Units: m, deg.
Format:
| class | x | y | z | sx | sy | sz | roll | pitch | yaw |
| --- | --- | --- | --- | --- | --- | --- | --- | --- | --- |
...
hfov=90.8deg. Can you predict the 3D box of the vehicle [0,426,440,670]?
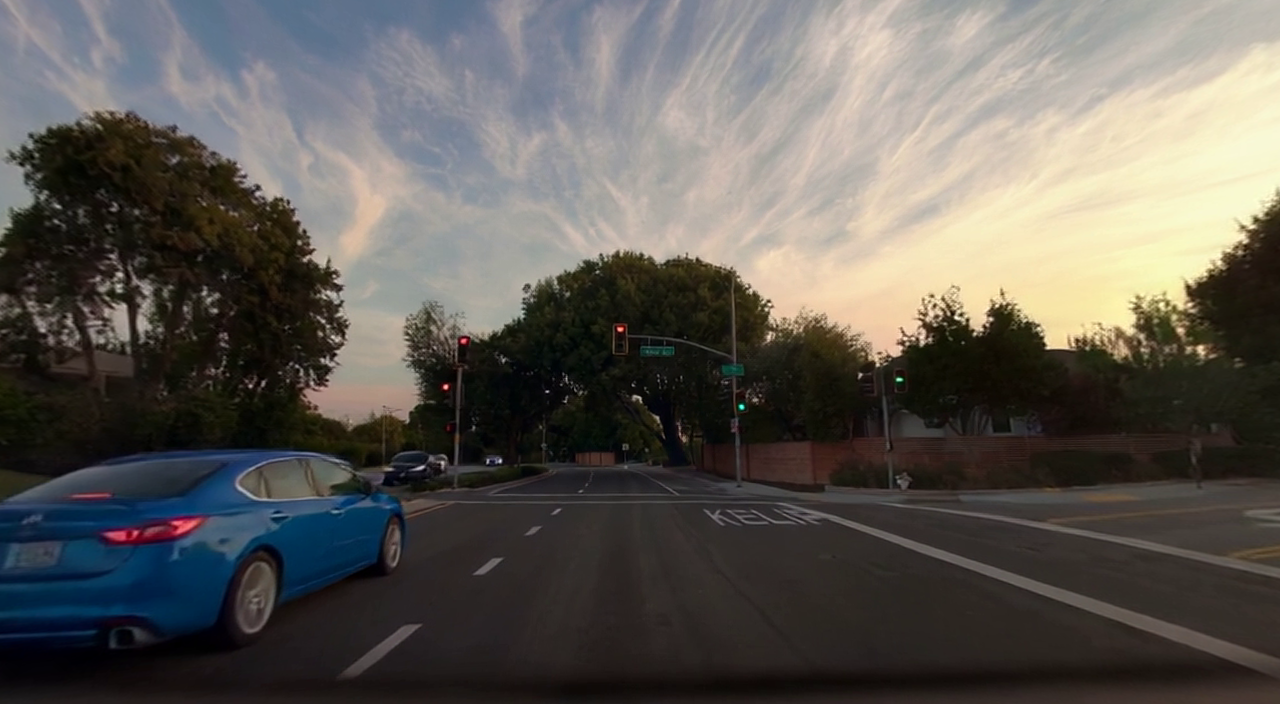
| class | x | y | z | sx | sy | sz | roll | pitch | yaw |
| --- | --- | --- | --- | --- | --- | --- | --- | --- | --- |
| vehicle | -3.724 | 1.572 | 6.273 | 1.980 | 1.508 | 4.502 | 0 | -9 | 0 |
